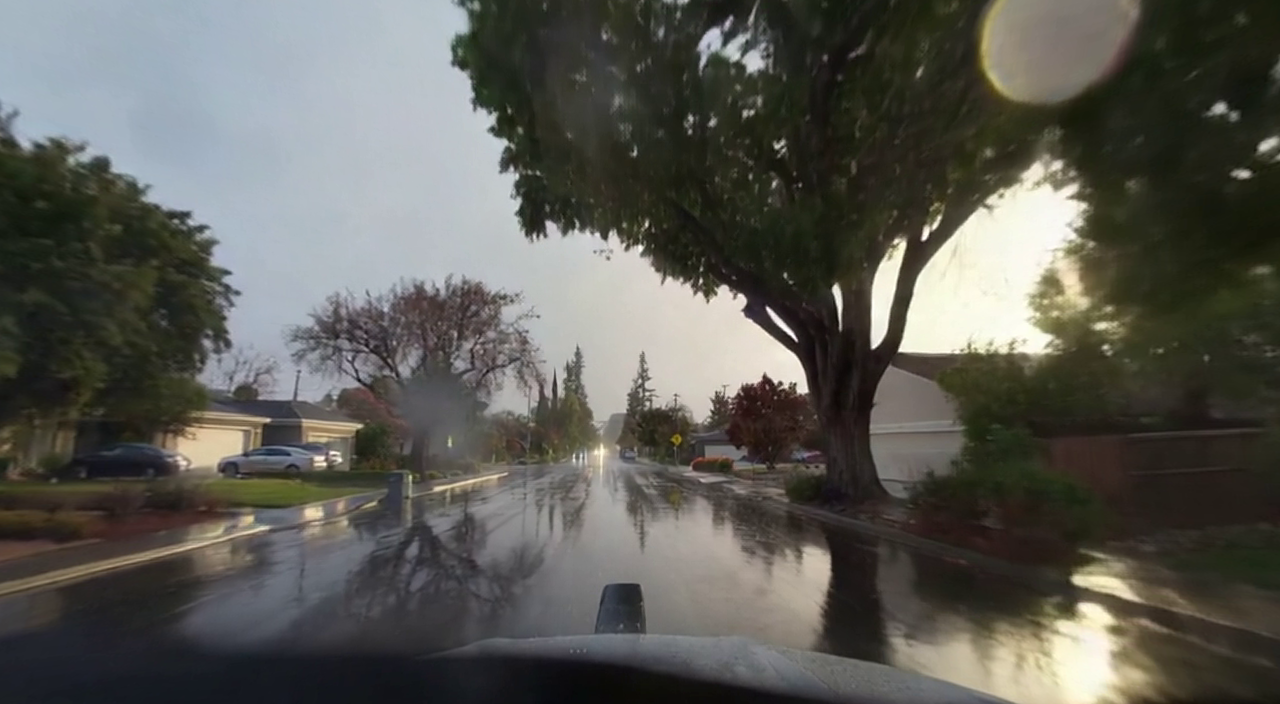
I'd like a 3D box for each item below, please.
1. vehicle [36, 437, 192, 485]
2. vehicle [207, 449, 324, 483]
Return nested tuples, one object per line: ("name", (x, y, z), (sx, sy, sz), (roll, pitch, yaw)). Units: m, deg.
("vehicle", (-21.329, 4.439, 25.806), (4.359, 1.789, 2.123), (0, -9, -3))
("vehicle", (-17.930, 5.472, 30.433), (4.307, 1.508, 2.072), (0, -9, -2))
